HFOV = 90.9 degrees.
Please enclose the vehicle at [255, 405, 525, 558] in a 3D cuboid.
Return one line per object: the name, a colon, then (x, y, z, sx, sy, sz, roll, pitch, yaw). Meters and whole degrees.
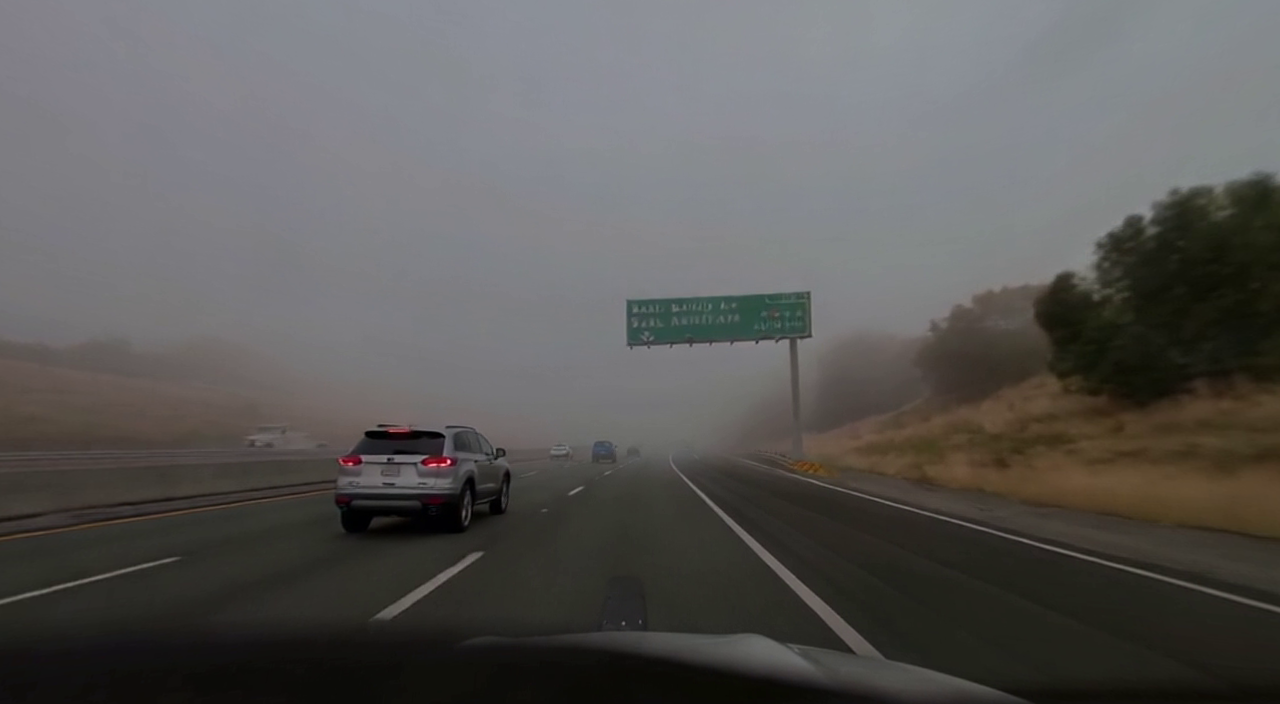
vehicle: (-3.500, 1.950, 10.166, 2.218, 1.848, 4.789, 0, -9, 2)
